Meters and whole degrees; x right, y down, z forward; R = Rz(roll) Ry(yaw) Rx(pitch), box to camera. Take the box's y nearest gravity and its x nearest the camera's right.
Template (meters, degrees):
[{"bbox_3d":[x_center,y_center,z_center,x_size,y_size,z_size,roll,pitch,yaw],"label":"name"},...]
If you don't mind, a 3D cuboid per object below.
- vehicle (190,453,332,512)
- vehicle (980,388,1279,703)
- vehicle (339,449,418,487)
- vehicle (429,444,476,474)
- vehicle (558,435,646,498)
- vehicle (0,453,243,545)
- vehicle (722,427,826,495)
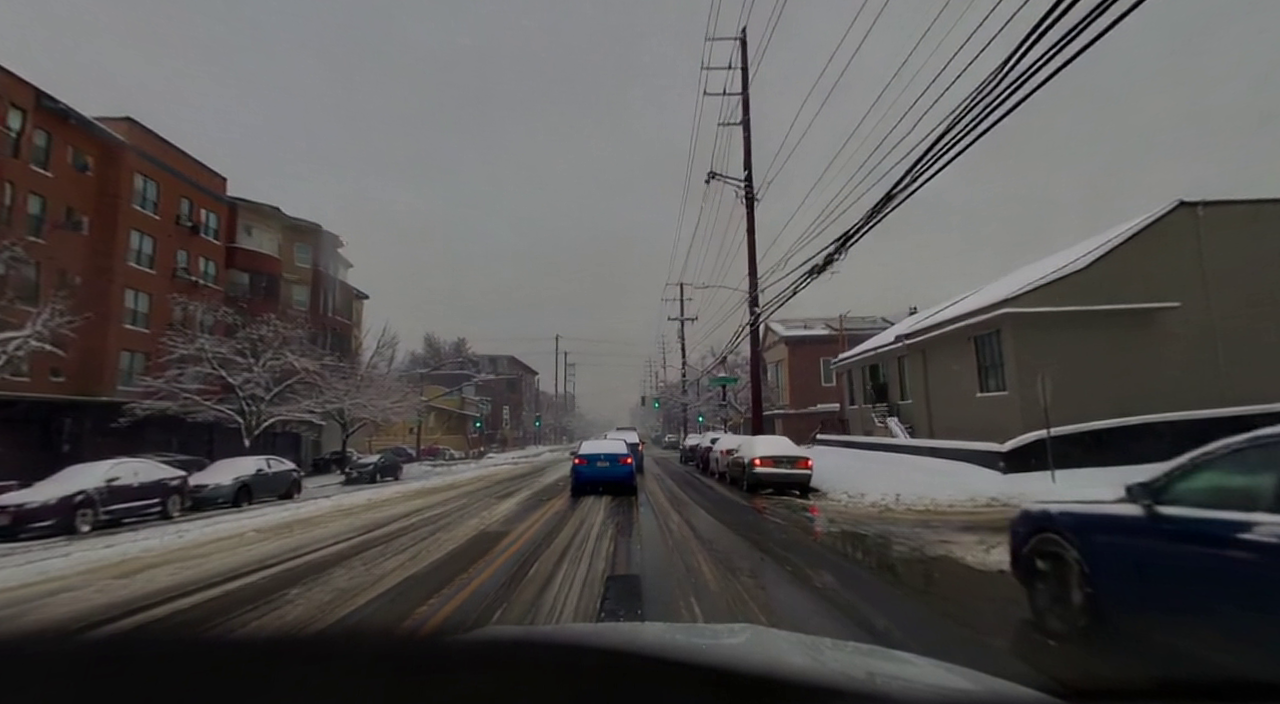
[{"bbox_3d":[-12.050,4.116,20.516,1.850,1.487,4.711,-4,-8,-2],"label":"vehicle"},{"bbox_3d":[4.077,1.006,3.162,1.938,1.570,4.872,2,-8,-2],"label":"vehicle"},{"bbox_3d":[-12.099,5.367,29.545,1.868,1.491,4.367,-4,-8,0],"label":"vehicle"},{"bbox_3d":[-12.222,6.978,41.456,2.011,1.687,4.079,-3,-8,-2],"label":"vehicle"},{"bbox_3d":[-0.891,2.991,17.002,2.019,1.453,4.603,0,-8,0],"label":"vehicle"},{"bbox_3d":[-12.013,3.252,14.680,2.242,1.534,5.414,-4,-8,-2],"label":"vehicle"},{"bbox_3d":[3.672,3.082,18.214,1.967,1.721,4.410,0,-8,-1],"label":"vehicle"}]
